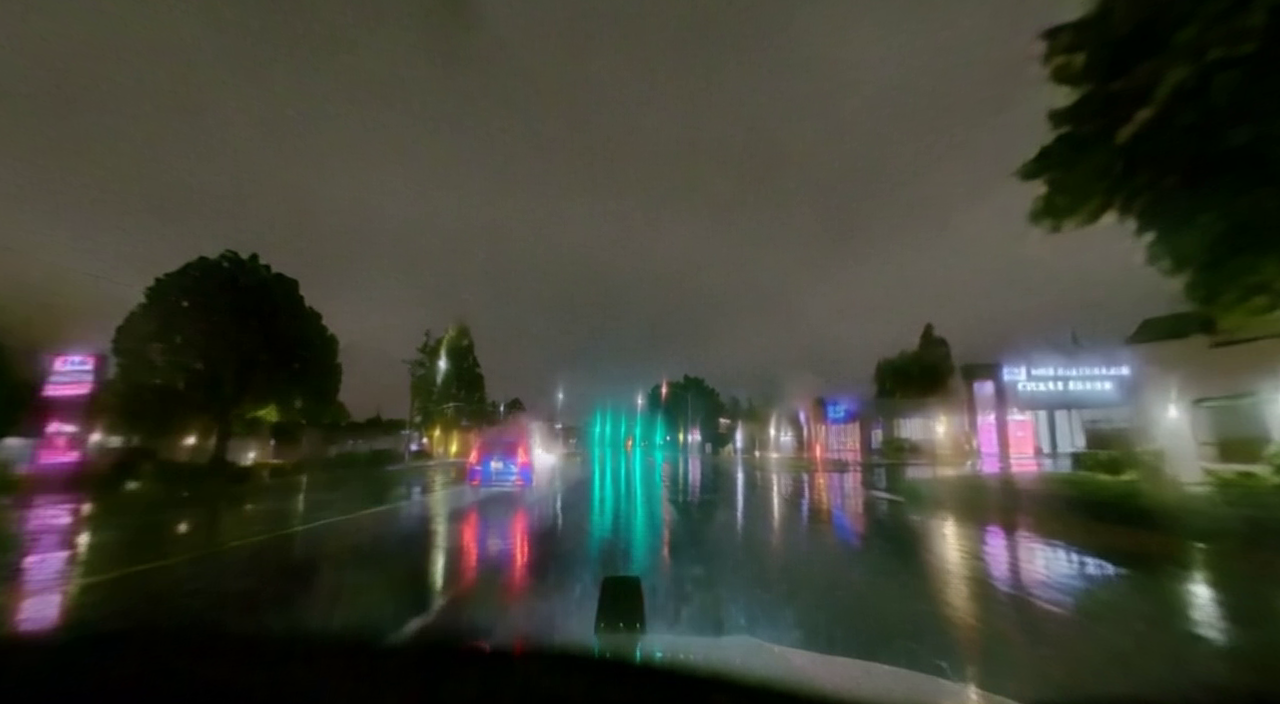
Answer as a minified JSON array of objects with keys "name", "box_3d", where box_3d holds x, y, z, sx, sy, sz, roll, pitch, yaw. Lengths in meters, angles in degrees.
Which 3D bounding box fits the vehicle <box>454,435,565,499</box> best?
[{"name":"vehicle","box_3d":[-3.293,2.985,16.829,2.005,1.477,4.169,0,-8,1]}]
